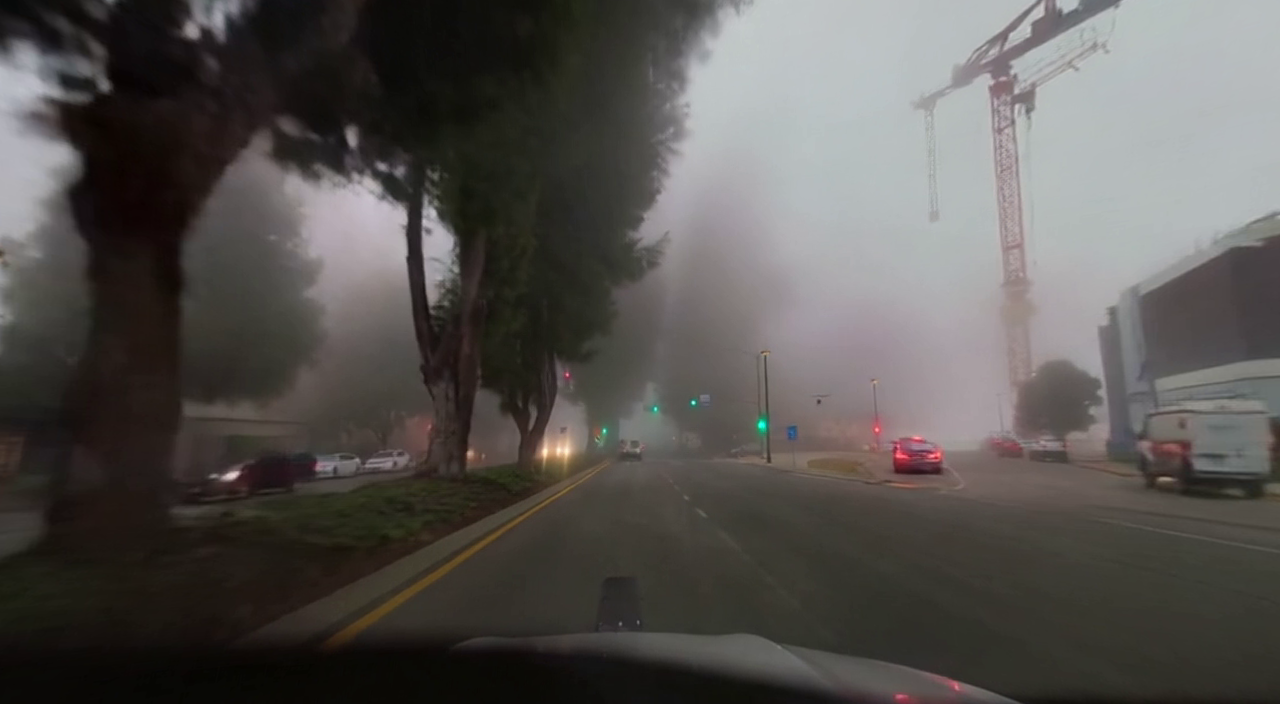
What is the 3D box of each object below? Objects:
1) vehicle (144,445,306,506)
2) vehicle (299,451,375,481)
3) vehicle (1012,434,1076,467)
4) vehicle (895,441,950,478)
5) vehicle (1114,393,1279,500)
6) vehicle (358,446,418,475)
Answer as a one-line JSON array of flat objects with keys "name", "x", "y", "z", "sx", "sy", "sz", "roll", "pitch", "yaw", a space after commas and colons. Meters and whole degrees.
[{"name": "vehicle", "x": -11.959, "y": 3.545, "z": 18.622, "sx": 1.897, "sy": 1.557, "sz": 4.218, "roll": 0, "pitch": -8, "yaw": 0}, {"name": "vehicle", "x": -16.486, "y": 6.179, "z": 34.627, "sx": 1.780, "sy": 1.493, "sz": 4.703, "roll": 0, "pitch": -9, "yaw": 1}, {"name": "vehicle", "x": 25.508, "y": 6.213, "z": 40.079, "sx": 2.159, "sy": 1.920, "sz": 4.948, "roll": -3, "pitch": -9, "yaw": 18}, {"name": "vehicle", "x": 12.525, "y": 4.737, "z": 28.231, "sx": 1.961, "sy": 1.485, "sz": 4.762, "roll": -4, "pitch": -9, "yaw": 21}, {"name": "vehicle", "x": 16.940, "y": 2.832, "z": 19.023, "sx": 2.311, "sy": 2.722, "sz": 5.823, "roll": -3, "pitch": -9, "yaw": 18}, {"name": "vehicle", "x": -16.390, "y": 7.035, "z": 41.359, "sx": 2.070, "sy": 1.774, "sz": 4.549, "roll": 0, "pitch": -9, "yaw": 0}]
